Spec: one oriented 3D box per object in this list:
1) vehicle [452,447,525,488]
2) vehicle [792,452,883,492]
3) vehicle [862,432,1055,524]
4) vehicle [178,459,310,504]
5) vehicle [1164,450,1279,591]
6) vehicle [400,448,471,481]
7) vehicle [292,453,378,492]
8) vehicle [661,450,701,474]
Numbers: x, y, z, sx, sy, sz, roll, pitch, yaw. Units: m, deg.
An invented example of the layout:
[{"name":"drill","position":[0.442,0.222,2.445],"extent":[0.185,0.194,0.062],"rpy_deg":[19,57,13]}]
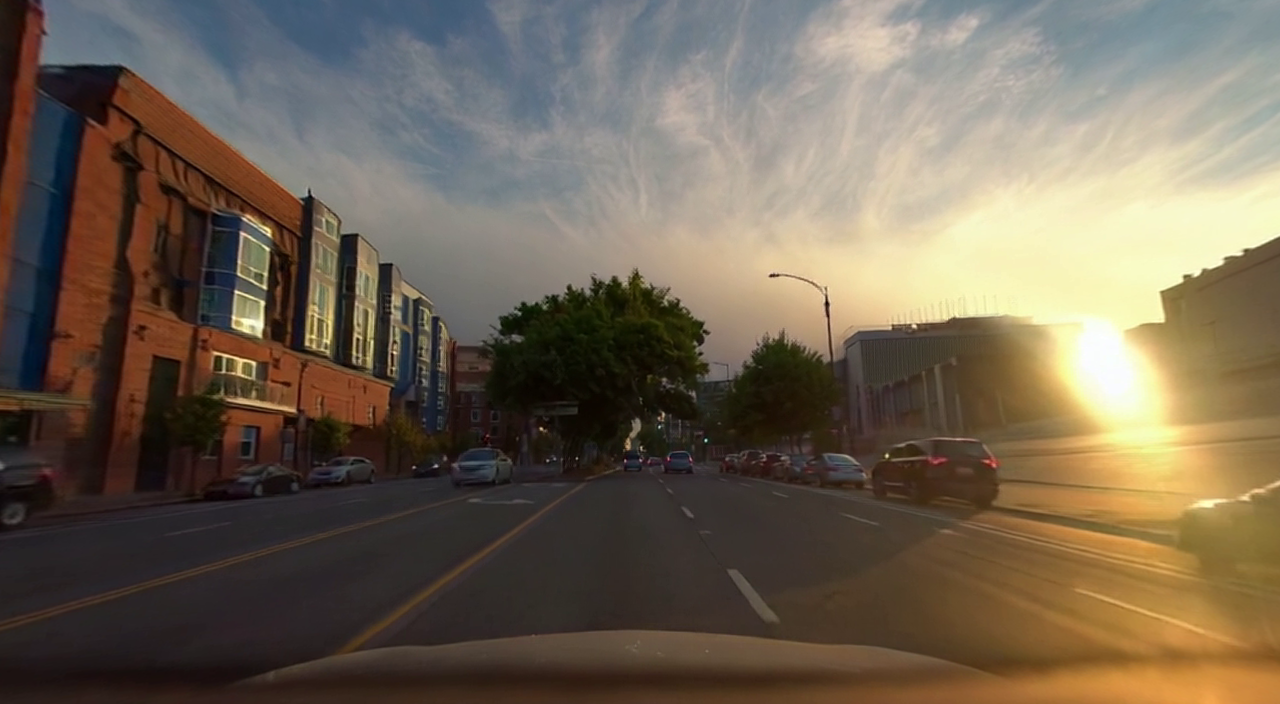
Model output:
[{"name":"vehicle","position":[-6.461,4.962,27.446],"extent":[2.048,1.615,4.453],"rpy_deg":[0,-9,0]},{"name":"vehicle","position":[7.865,4.815,25.706],"extent":[2.030,1.444,4.832],"rpy_deg":[0,-9,-2]},{"name":"vehicle","position":[7.907,3.180,16.466],"extent":[2.305,1.984,5.002],"rpy_deg":[-1,-9,-1]},{"name":"vehicle","position":[-14.997,4.903,24.313],"extent":[1.953,1.456,4.690],"rpy_deg":[0,-9,2]},{"name":"vehicle","position":[7.889,1.655,5.883],"extent":[2.018,1.489,4.620],"rpy_deg":[-1,-9,0]},{"name":"vehicle","position":[-14.725,8.113,45.981],"extent":[2.822,2.230,6.145],"rpy_deg":[0,-9,3]},{"name":"vehicle","position":[-15.127,5.965,31.662],"extent":[2.063,1.735,4.317],"rpy_deg":[0,-9,1]},{"name":"vehicle","position":[2.692,7.438,42.831],"extent":[2.238,1.499,4.964],"rpy_deg":[0,-9,-1]}]
